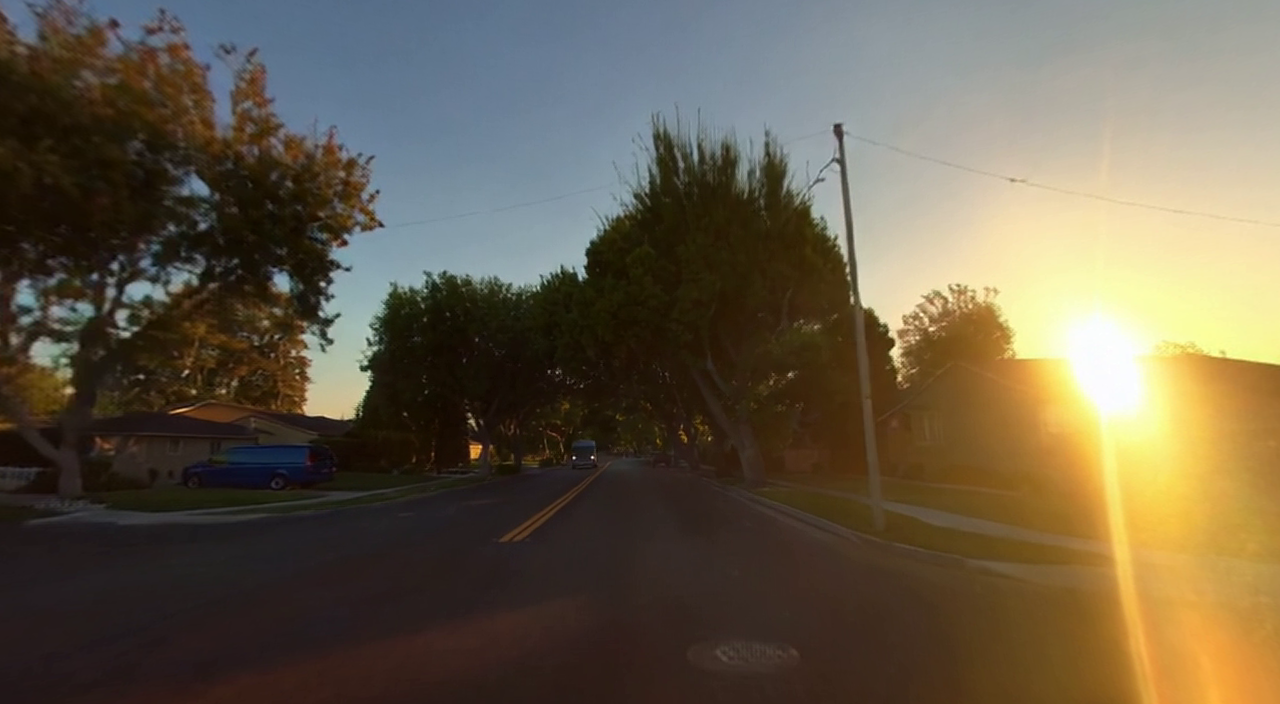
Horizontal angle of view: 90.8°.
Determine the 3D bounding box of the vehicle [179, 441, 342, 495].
[{"bbox_3d":[-14.440,4.372,24.357,2.145,1.839,4.837,-6,-10,33],"label":"vehicle"}]
